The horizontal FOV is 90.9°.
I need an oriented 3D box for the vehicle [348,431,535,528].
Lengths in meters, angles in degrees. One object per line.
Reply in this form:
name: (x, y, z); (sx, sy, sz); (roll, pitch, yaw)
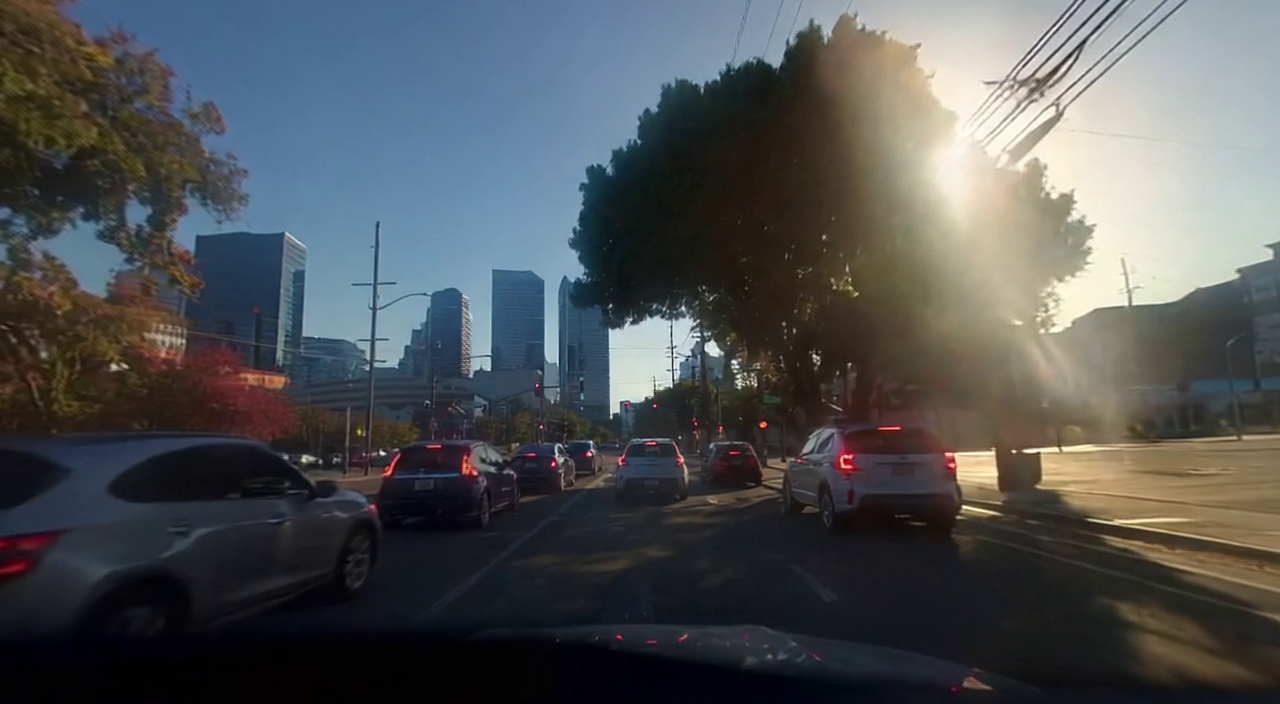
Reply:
vehicle: (-3.498, 2.346, 12.226); (2.124, 1.500, 4.626); (0, -8, 0)

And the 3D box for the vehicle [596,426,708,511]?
vehicle: (0.219, 2.611, 14.538); (2.200, 1.653, 4.127); (0, -8, 0)

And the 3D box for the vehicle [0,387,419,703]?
vehicle: (-3.221, 1.185, 4.187); (2.104, 1.488, 4.546); (0, -8, -4)

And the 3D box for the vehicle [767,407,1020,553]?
vehicle: (3.464, 1.855, 9.776); (2.024, 1.711, 4.512); (0, -8, 0)

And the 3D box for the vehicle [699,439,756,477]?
vehicle: (3.780, 4.672, 28.005); (1.880, 1.503, 4.130); (0, -8, -1)
